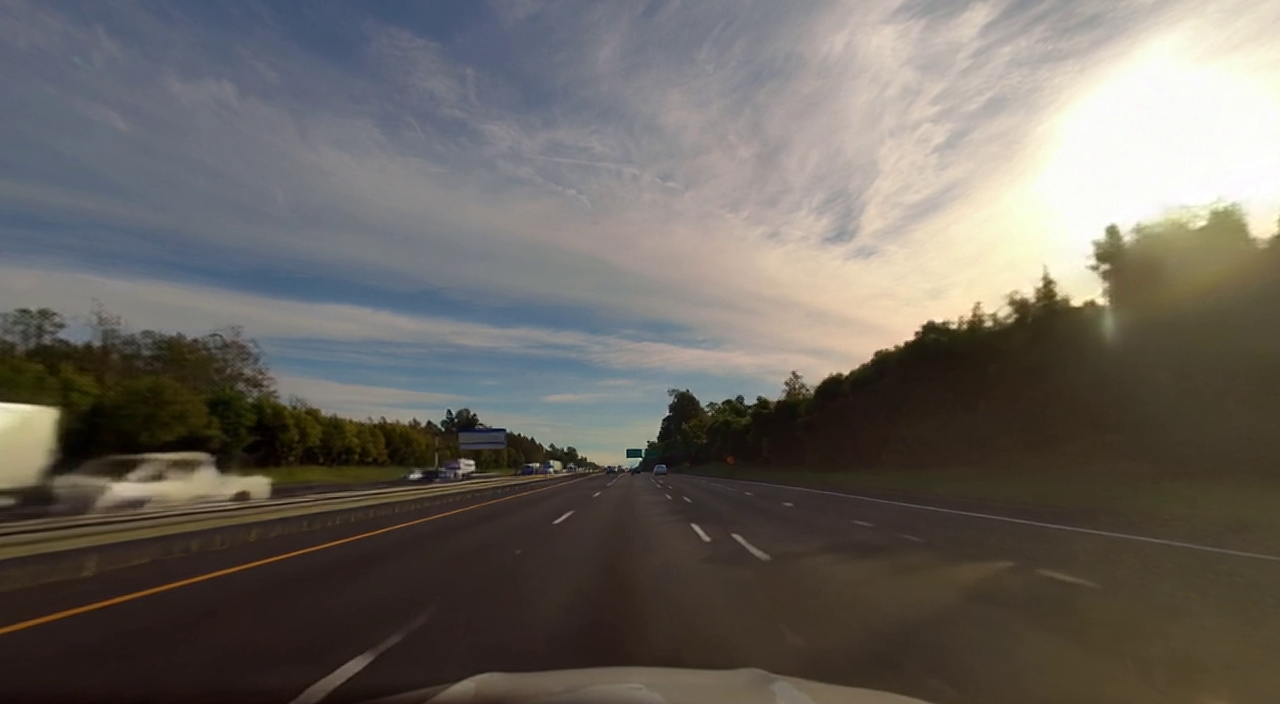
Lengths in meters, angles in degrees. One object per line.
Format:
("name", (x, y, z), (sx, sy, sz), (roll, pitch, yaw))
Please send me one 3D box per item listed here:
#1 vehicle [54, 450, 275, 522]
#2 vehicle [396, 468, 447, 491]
("vehicle", (-12.594, 3.581, 17.188), (2.296, 1.635, 4.726), (1, -10, 0))
("vehicle", (-16.370, 9.531, 47.301), (2.037, 1.590, 4.871), (1, -10, 1))
